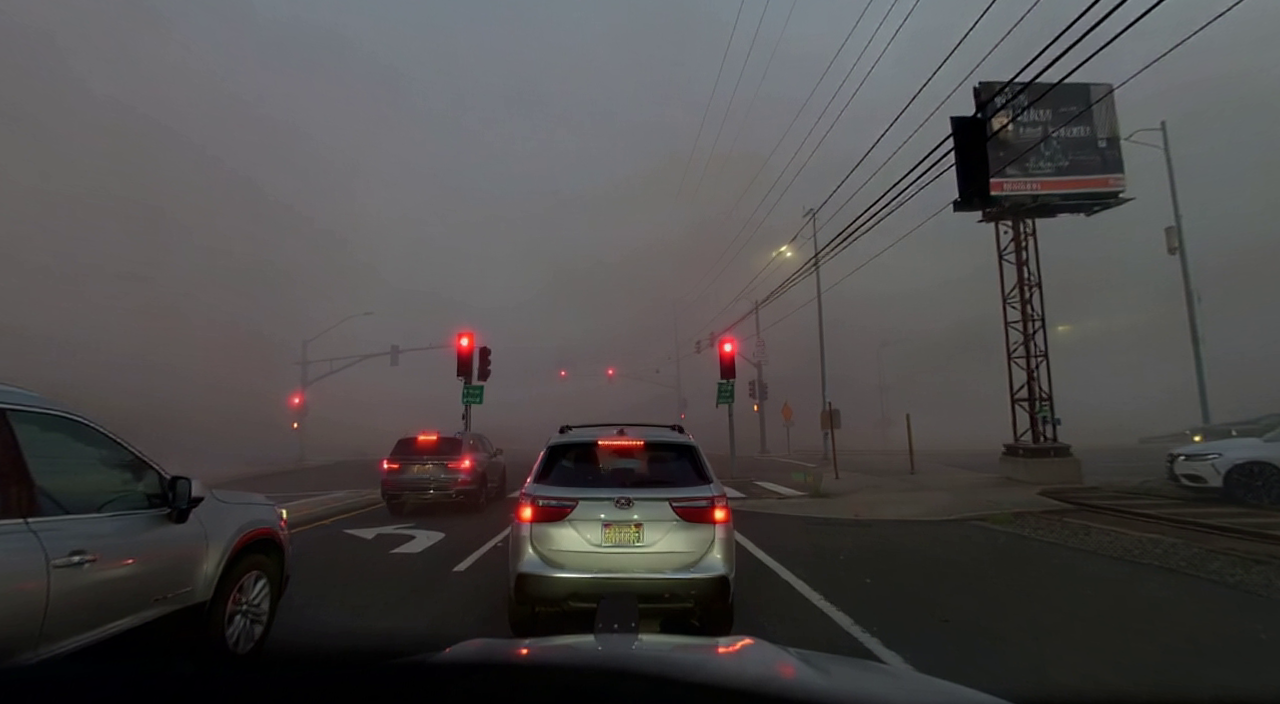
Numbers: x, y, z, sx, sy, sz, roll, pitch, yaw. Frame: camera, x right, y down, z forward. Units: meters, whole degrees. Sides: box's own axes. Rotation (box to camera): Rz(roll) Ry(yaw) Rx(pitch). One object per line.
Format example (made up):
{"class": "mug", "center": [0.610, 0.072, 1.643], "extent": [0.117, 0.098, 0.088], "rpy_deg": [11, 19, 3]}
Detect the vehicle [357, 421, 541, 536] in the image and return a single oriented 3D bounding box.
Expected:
{"class": "vehicle", "center": [-3.154, 2.185, 11.511], "extent": [1.988, 1.678, 4.317], "rpy_deg": [0, -9, 0]}

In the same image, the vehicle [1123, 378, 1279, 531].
{"class": "vehicle", "center": [9.608, 1.316, 8.205], "extent": [5.060, 1.702, 2.033], "rpy_deg": [1, -9, -4]}

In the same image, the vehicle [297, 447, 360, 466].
{"class": "vehicle", "center": [-24.199, 8.090, 49.079], "extent": [4.357, 1.444, 1.842], "rpy_deg": [-3, -9, 19]}

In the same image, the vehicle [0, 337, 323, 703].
{"class": "vehicle", "center": [-3.925, 0.890, 3.130], "extent": [2.052, 1.814, 5.184], "rpy_deg": [0, -9, -1]}

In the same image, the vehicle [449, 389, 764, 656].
{"class": "vehicle", "center": [-0.216, 1.377, 5.996], "extent": [2.025, 1.723, 3.644], "rpy_deg": [0, -9, 0]}
